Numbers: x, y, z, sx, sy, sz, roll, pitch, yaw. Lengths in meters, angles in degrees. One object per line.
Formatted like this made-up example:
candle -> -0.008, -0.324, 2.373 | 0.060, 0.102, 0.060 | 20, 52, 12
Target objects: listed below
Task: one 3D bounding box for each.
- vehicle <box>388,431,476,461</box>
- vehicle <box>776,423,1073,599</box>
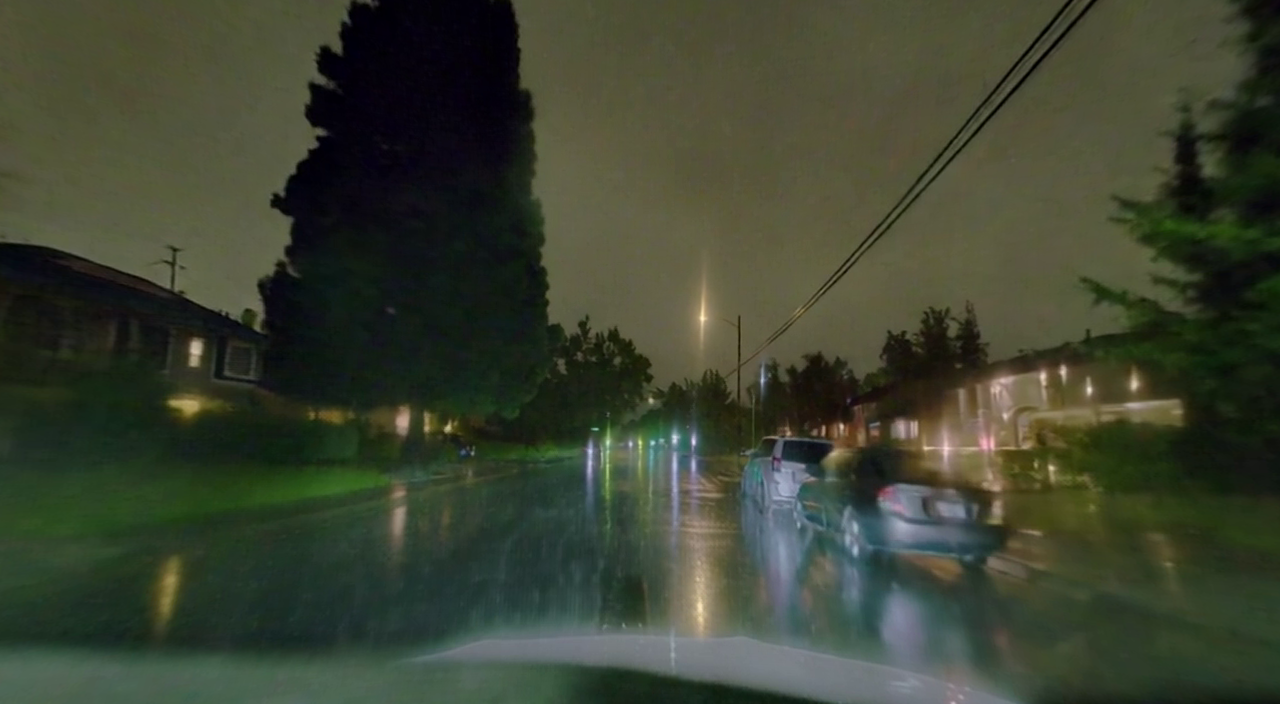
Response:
vehicle -> -13.378, 6.086, 40.617 | 4.928, 1.844, 2.163 | 0, -9, -2
vehicle -> 3.224, 1.852, 8.287 | 1.976, 1.552, 4.442 | 3, -8, 2
